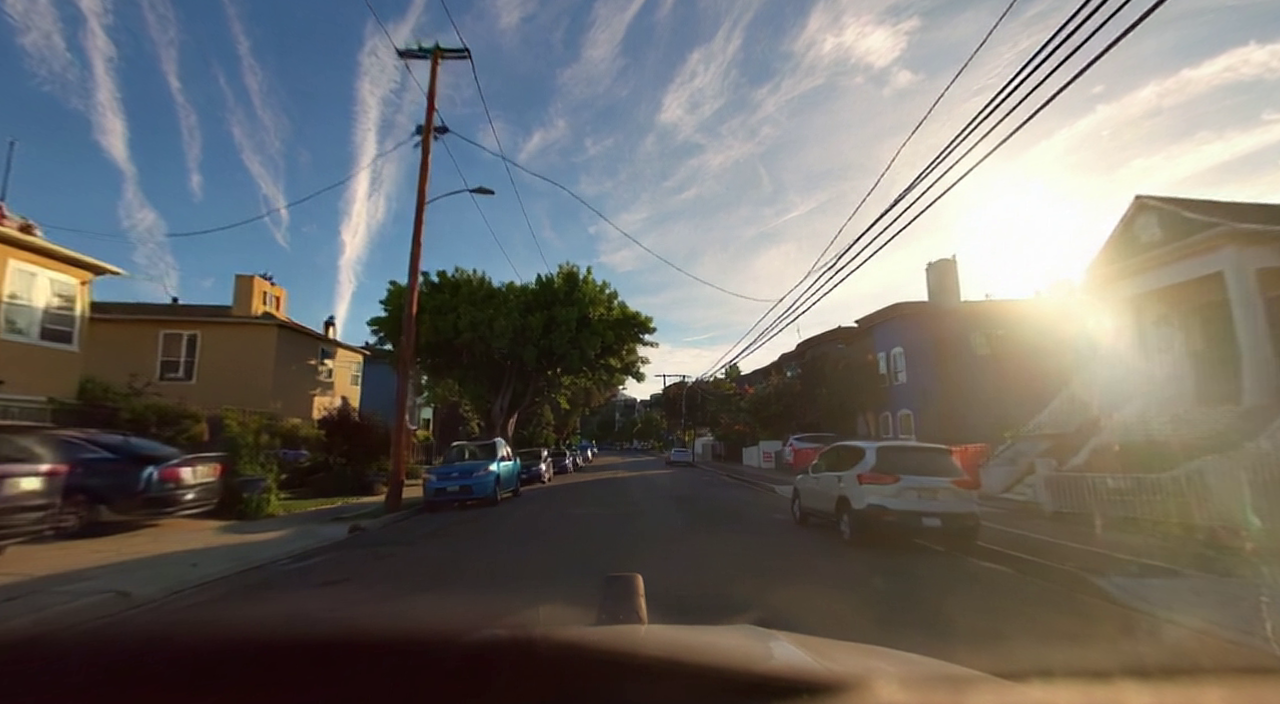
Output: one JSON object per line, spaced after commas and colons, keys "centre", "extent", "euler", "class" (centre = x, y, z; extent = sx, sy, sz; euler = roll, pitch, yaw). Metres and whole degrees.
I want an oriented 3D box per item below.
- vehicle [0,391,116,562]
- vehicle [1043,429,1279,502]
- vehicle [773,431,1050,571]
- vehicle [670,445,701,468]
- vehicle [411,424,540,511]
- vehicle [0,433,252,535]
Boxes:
{"centre": [-9.102, 1.387, 7.118], "extent": [4.469, 1.816, 2.022], "euler": [0, -9, -1], "class": "vehicle"}
{"centre": [12.874, 2.762, 15.605], "extent": [4.377, 1.650, 2.107], "euler": [0, -9, -2], "class": "vehicle"}
{"centre": [3.523, 2.001, 9.342], "extent": [2.019, 1.536, 4.405], "euler": [0, -9, -2], "class": "vehicle"}
{"centre": [3.227, 7.497, 45.446], "extent": [1.916, 1.587, 3.986], "euler": [0, -9, 1], "class": "vehicle"}
{"centre": [-4.047, 2.937, 16.562], "extent": [2.057, 1.887, 5.053], "euler": [0, -9, -1], "class": "vehicle"}
{"centre": [-9.197, 2.076, 10.243], "extent": [4.462, 1.460, 2.014], "euler": [0, -9, 1], "class": "vehicle"}
